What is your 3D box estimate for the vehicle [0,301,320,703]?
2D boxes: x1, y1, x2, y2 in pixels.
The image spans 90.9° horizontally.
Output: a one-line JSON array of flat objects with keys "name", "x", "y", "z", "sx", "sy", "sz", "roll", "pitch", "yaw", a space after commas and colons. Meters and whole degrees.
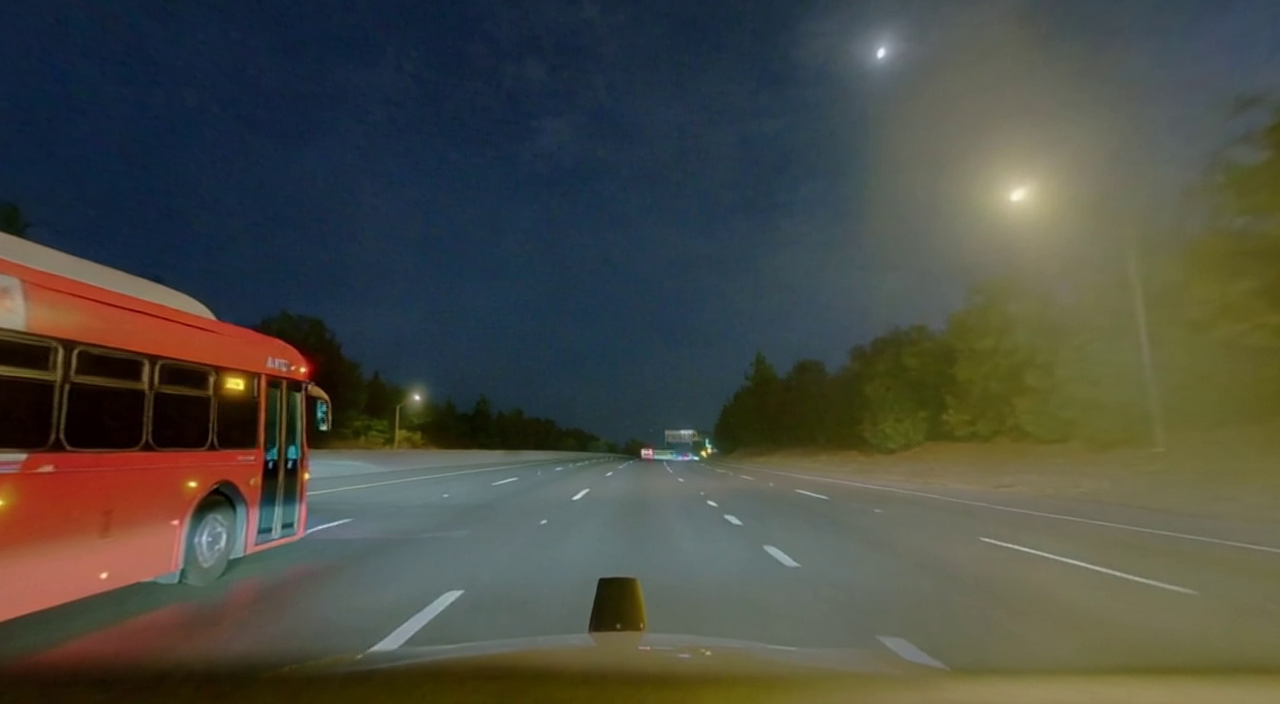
[{"name": "vehicle", "x": -4.129, "y": 0.800, "z": 3.248, "sx": 2.127, "sy": 1.985, "sz": 5.205, "roll": -1, "pitch": -8, "yaw": 1}]
